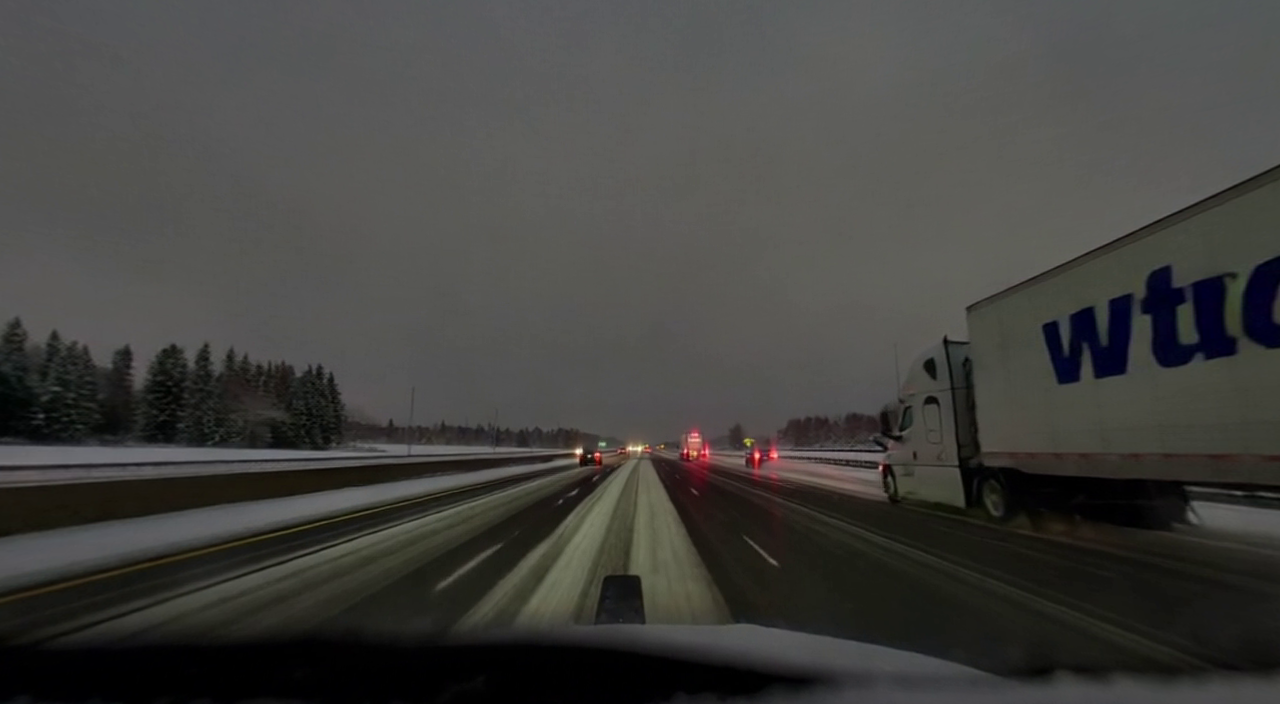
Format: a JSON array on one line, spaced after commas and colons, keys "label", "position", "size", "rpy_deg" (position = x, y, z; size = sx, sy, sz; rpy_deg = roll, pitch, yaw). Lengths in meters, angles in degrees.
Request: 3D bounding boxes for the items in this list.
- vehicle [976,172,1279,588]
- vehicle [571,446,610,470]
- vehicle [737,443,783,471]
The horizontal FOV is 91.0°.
[{"label": "vehicle", "position": [7.897, -0.057, 4.126], "size": [2.912, 4.143, 15.538], "rpy_deg": [0, -9, 0]}, {"label": "vehicle", "position": [-3.329, 7.231, 43.142], "size": [2.164, 1.507, 4.748], "rpy_deg": [0, -9, 2]}, {"label": "vehicle", "position": [7.814, 6.879, 41.421], "size": [2.188, 1.727, 4.381], "rpy_deg": [0, -9, 1]}]
